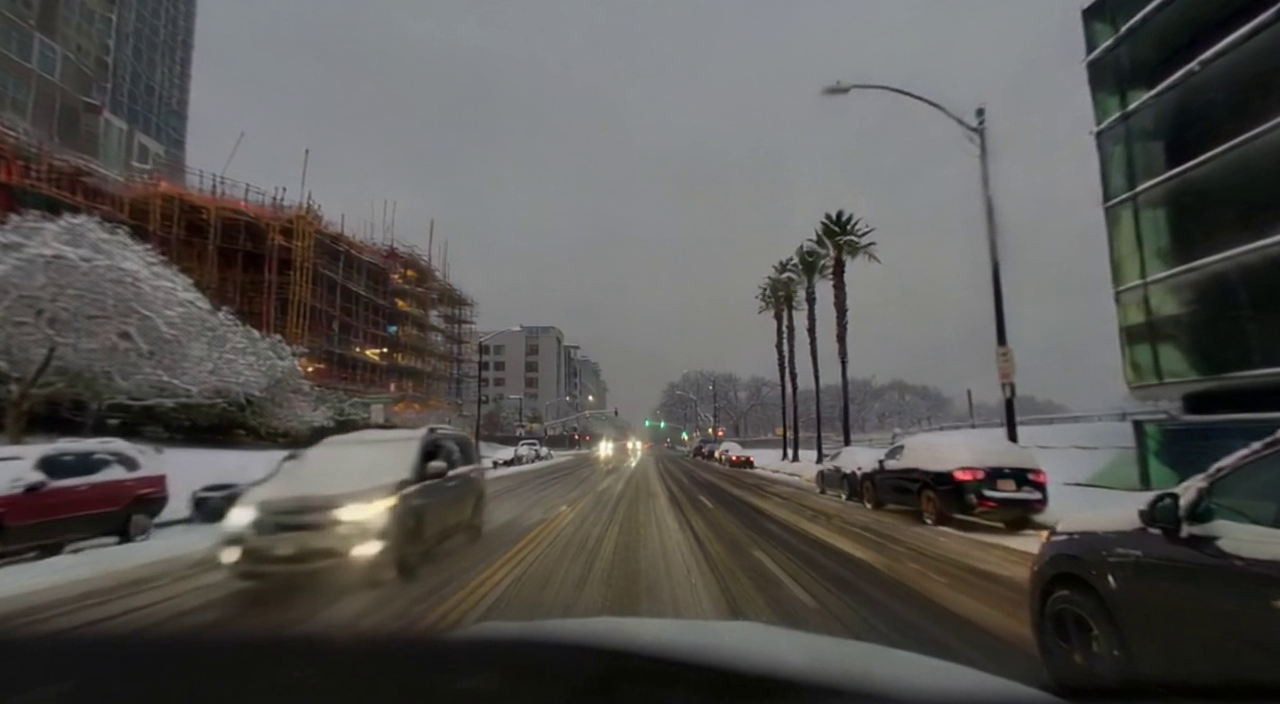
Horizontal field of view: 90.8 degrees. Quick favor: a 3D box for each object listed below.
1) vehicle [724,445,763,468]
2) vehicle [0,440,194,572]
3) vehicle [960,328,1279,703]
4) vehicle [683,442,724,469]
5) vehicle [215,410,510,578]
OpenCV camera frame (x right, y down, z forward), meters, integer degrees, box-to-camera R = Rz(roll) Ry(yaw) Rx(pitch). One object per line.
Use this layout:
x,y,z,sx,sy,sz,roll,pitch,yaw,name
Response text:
6.961,7.051,42.847,1.819,1.435,4.337,0,-8,0,vehicle
-9.658,2.242,9.556,2.051,1.762,5.059,-1,-8,1,vehicle
3.103,0.742,1.911,1.953,1.687,4.344,0,-8,0,vehicle
3.611,5.984,36.711,1.999,1.487,3.939,0,-8,0,vehicle
-3.327,1.791,8.767,2.096,1.716,4.300,0,-8,0,vehicle
